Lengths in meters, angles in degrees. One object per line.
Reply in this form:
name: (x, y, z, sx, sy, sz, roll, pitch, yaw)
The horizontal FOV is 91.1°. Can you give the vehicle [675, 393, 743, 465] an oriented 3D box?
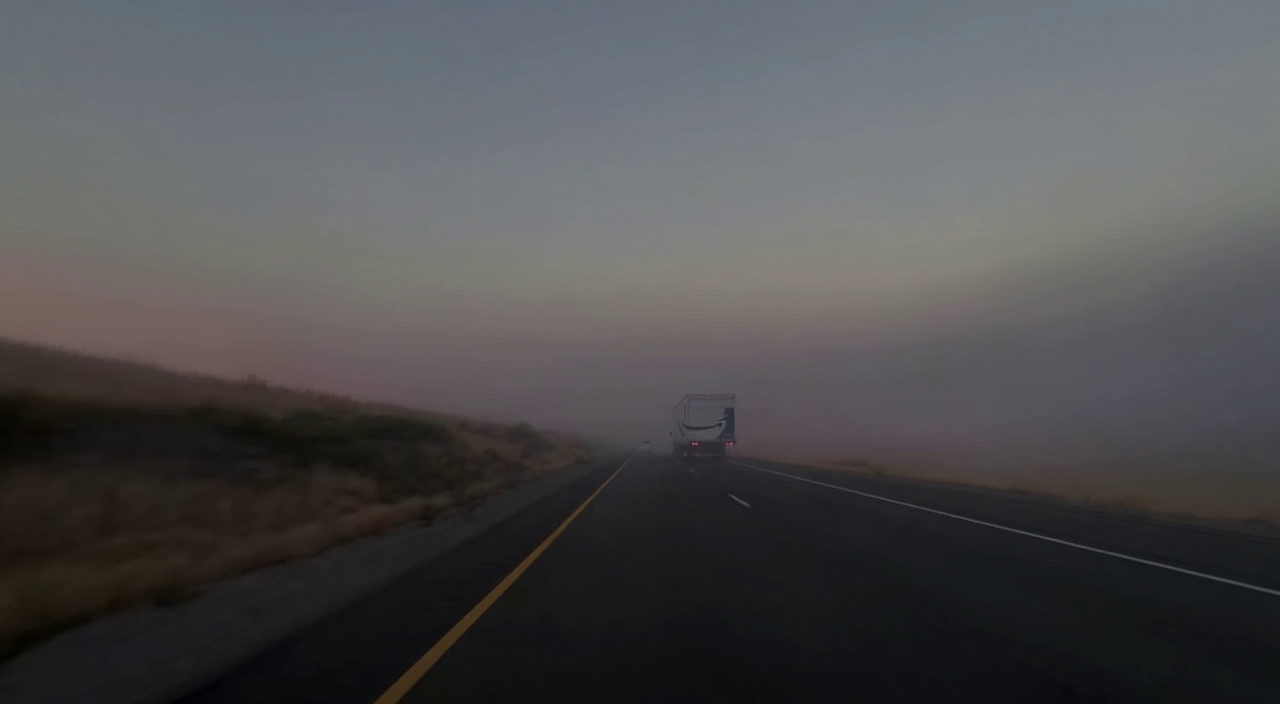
vehicle: (4.672, 5.899, 46.511, 3.190, 4.365, 16.625, 0, -8, 0)
